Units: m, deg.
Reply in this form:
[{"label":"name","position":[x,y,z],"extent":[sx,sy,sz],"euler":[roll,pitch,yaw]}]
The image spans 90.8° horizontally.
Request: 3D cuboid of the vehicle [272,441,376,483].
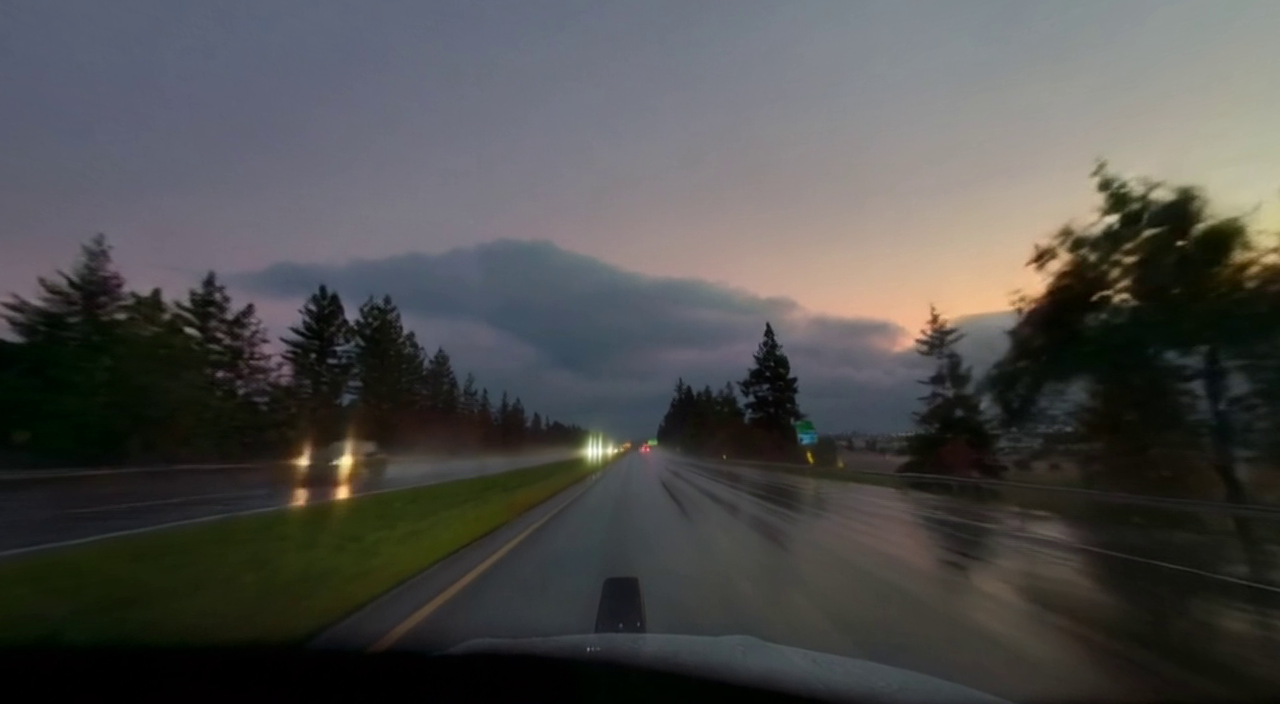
[{"label":"vehicle","position":[-12.143,4.247,24.567],"extent":[1.835,1.469,4.292],"euler":[0,-9,0]}]
